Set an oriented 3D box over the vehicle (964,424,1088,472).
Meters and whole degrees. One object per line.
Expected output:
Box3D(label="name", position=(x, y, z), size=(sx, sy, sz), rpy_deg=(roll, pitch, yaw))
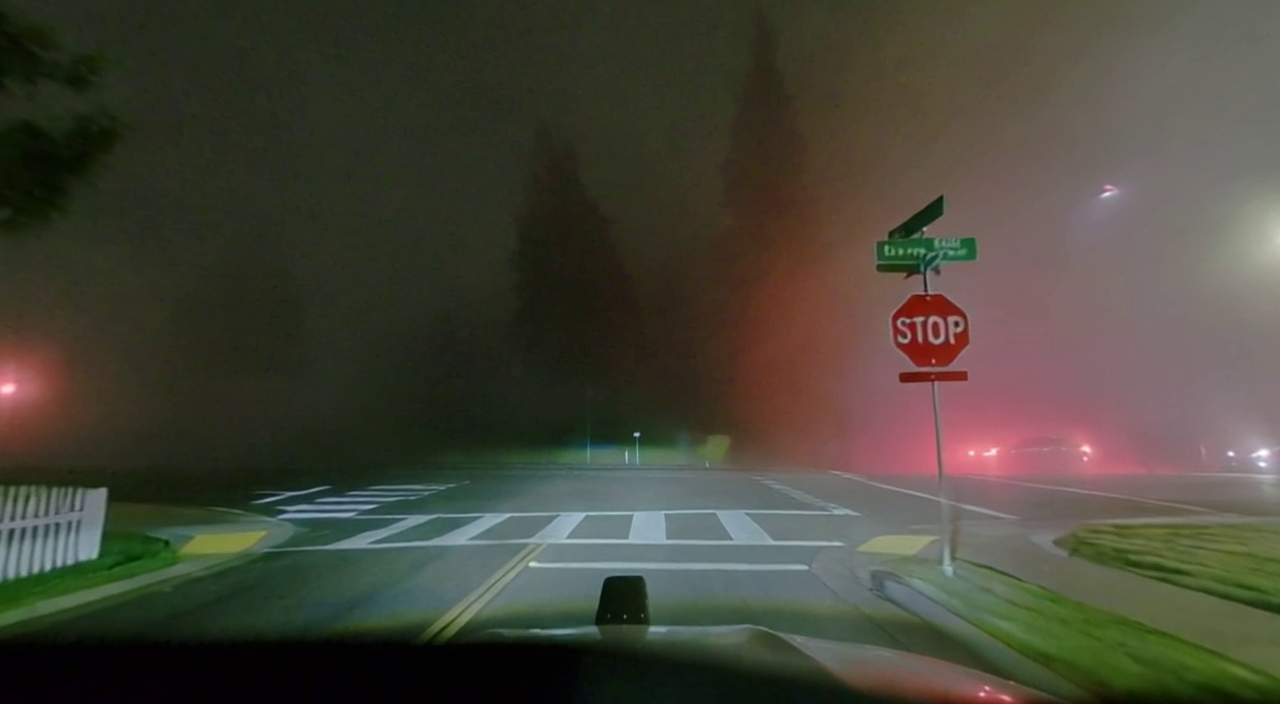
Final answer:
Box3D(label="vehicle", position=(18.855, 4.729, 31.023), size=(2.395, 2.164, 4.475), rpy_deg=(5, -10, -28))
